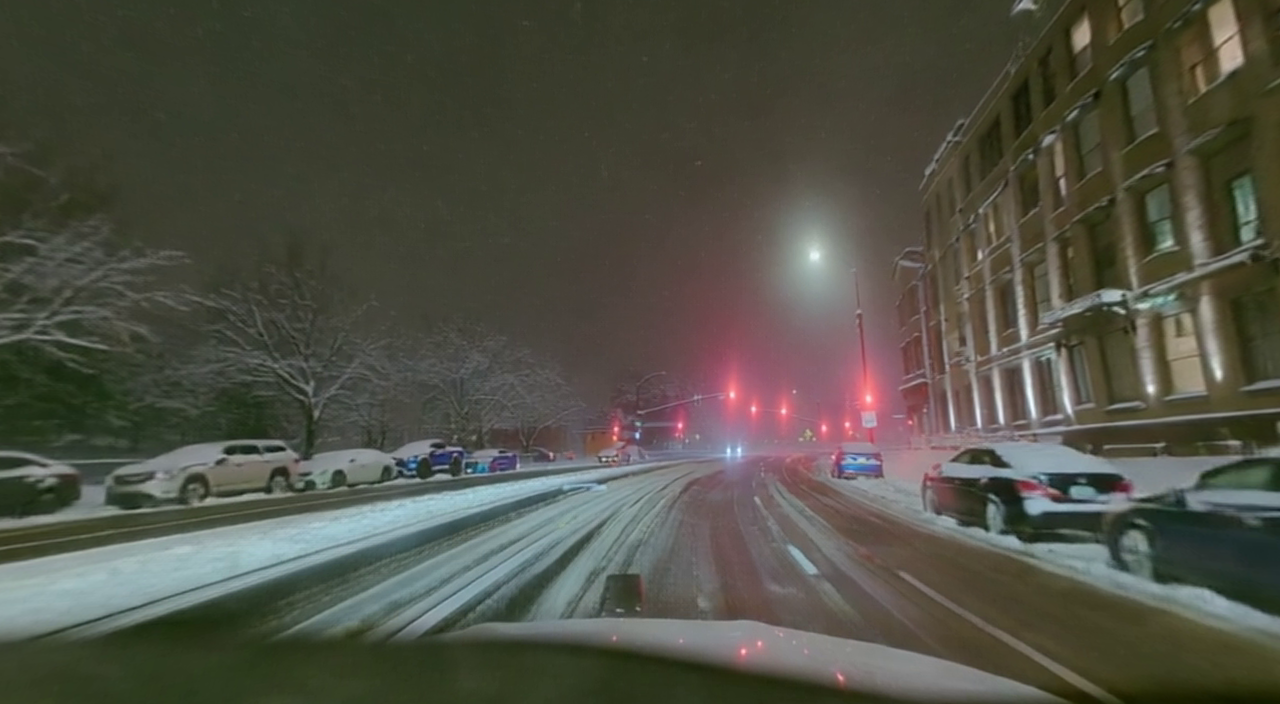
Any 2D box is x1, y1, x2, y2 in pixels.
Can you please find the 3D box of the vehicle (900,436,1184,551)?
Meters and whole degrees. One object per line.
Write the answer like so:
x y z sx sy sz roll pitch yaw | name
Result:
6.430 2.270 11.008 2.049 1.517 4.830 -1 -8 4 | vehicle

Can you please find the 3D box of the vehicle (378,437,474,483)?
-9.599 4.869 28.846 2.083 1.882 4.642 -2 -9 10 | vehicle

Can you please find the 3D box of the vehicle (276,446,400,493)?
-10.818 4.208 23.060 1.830 1.497 4.436 -1 -9 9 | vehicle

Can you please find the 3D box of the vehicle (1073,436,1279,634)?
5.756 1.372 4.585 1.876 1.466 4.943 1 -9 2 | vehicle

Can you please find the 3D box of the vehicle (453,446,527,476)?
-8.117 5.948 34.738 1.894 1.493 4.902 -2 -9 14 | vehicle

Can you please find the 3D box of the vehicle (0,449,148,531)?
-12.389 2.607 12.144 1.811 1.459 4.702 -1 -8 5 | vehicle

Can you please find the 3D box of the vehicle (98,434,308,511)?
-11.600 3.198 17.372 1.933 1.759 5.002 -1 -8 4 | vehicle

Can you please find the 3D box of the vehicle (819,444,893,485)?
8.731 4.550 26.051 2.010 1.473 5.353 -1 -9 10 | vehicle
